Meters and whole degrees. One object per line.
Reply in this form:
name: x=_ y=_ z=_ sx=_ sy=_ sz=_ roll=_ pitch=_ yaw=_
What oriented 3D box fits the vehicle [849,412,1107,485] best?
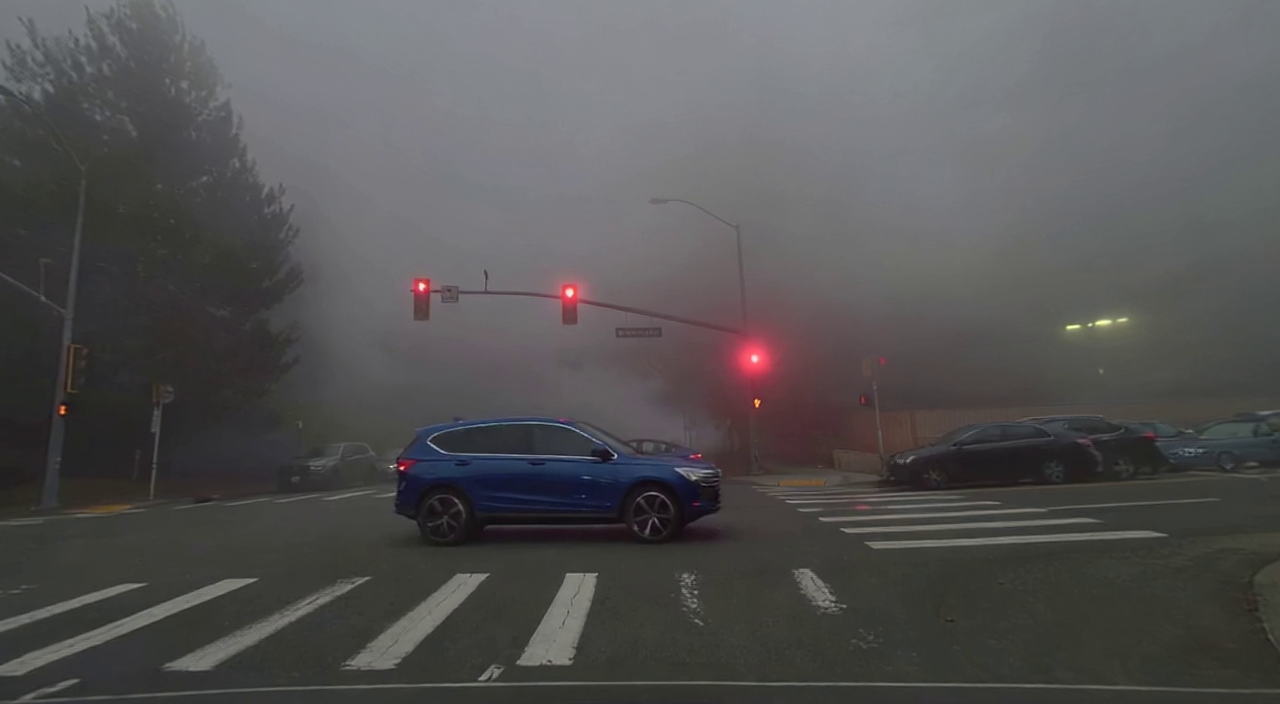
vehicle: x=6.947 y=2.104 z=13.500 sx=4.385 sy=1.419 sz=1.855 roll=-1 pitch=-12 yaw=8

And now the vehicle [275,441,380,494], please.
vehicle: x=-13.723 y=5.060 z=28.154 sx=2.251 sy=1.957 sz=4.968 roll=-4 pitch=-9 yaw=-1

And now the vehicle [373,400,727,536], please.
vehicle: x=-1.251 y=1.834 z=10.072 sx=5.122 sy=1.781 sz=2.098 roll=-3 pitch=-9 yaw=6

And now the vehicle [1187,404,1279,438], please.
vehicle: x=34.921 y=4.018 z=36.630 sx=4.326 sy=1.511 sz=1.725 roll=-8 pitch=-9 yaw=17

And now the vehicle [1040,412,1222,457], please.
vehicle: x=16.961 y=2.907 z=22.107 sx=4.560 sy=1.453 sz=1.851 roll=-3 pitch=-9 yaw=18
